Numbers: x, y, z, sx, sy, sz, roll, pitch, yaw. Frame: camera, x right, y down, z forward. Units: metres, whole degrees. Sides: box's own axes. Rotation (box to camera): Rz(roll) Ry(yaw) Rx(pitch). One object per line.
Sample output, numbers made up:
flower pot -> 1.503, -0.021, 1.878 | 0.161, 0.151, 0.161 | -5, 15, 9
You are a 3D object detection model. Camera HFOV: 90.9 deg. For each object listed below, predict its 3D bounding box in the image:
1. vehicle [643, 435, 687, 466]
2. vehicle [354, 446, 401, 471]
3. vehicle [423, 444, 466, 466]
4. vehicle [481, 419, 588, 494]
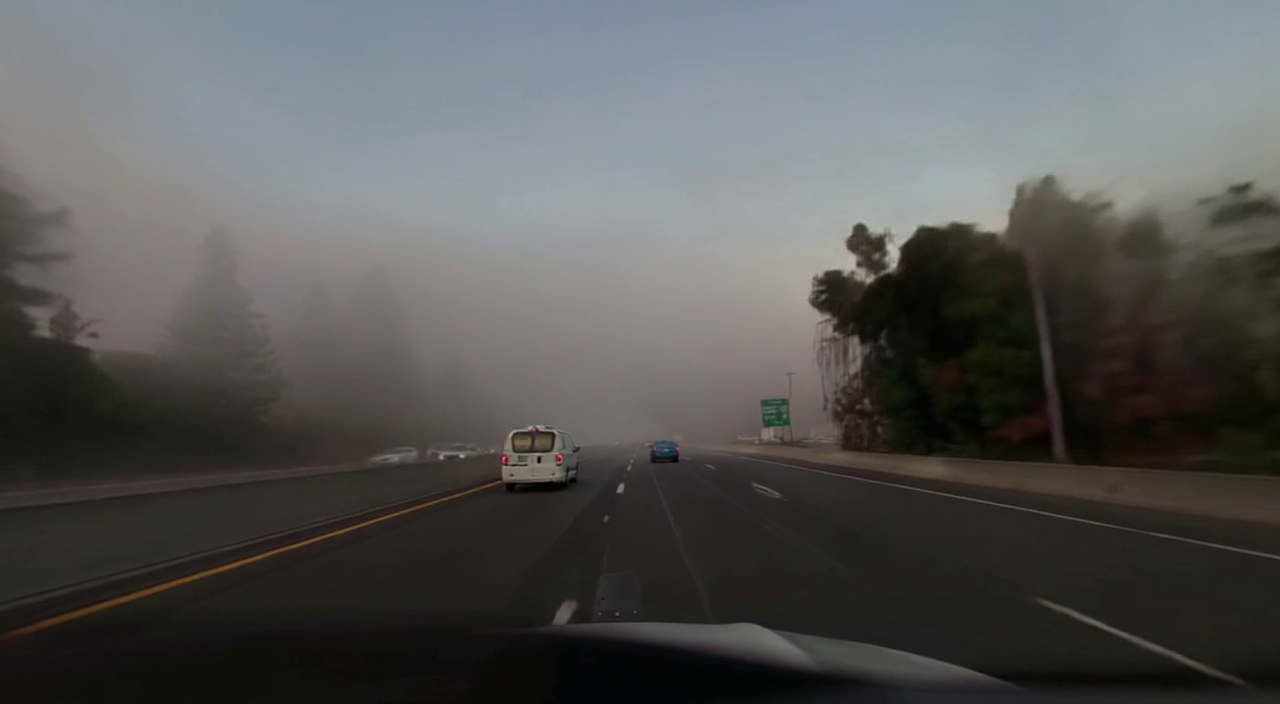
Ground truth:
vehicle -> 1.276, 5.310, 34.356 | 2.151, 1.550, 4.694 | 0, -8, -1
vehicle -> -18.609, 7.535, 44.859 | 1.890, 1.607, 3.350 | 0, -8, 0
vehicle -> -13.894, 7.343, 45.009 | 1.805, 1.467, 3.531 | 0, -8, 2
vehicle -> -2.637, 2.722, 16.878 | 2.061, 1.732, 4.457 | 0, -8, 1
